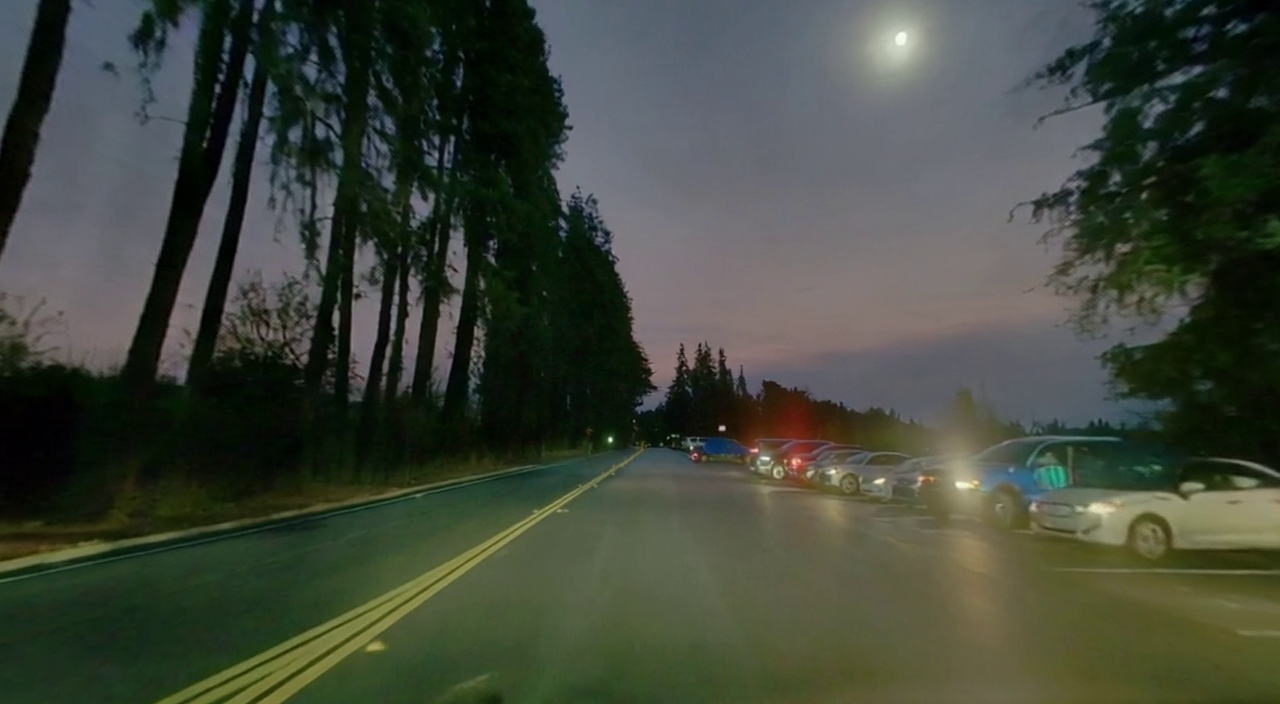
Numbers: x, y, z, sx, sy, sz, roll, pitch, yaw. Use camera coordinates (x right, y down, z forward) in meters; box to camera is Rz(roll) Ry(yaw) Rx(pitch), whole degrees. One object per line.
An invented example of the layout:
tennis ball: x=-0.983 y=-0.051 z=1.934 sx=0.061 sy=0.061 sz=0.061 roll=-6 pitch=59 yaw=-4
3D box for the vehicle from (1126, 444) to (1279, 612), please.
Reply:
vehicle: x=7.814 y=1.749 z=6.651 sx=3.793 sy=1.545 sz=1.887 roll=0 pitch=-8 yaw=-1

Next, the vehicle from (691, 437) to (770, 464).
vehicle: x=7.024 y=7.775 z=49.798 sx=5.797 sy=2.070 sz=2.502 roll=0 pitch=-8 yaw=0
